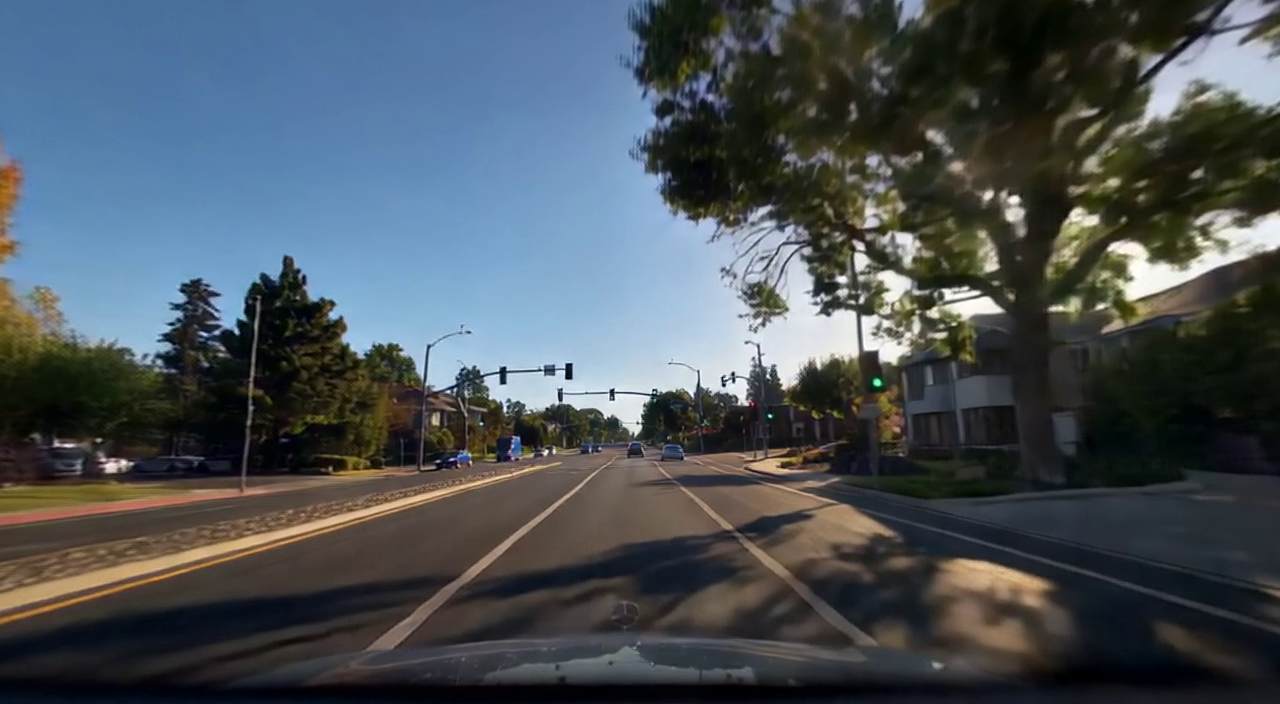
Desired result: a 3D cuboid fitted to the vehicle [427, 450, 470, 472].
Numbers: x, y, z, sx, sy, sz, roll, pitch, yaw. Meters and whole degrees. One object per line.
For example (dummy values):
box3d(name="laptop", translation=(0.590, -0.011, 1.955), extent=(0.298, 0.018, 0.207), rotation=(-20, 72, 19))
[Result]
box3d(name="vehicle", translation=(-14.024, 7.969, 46.483), extent=(1.888, 1.470, 4.282), rotation=(0, -8, 0))
